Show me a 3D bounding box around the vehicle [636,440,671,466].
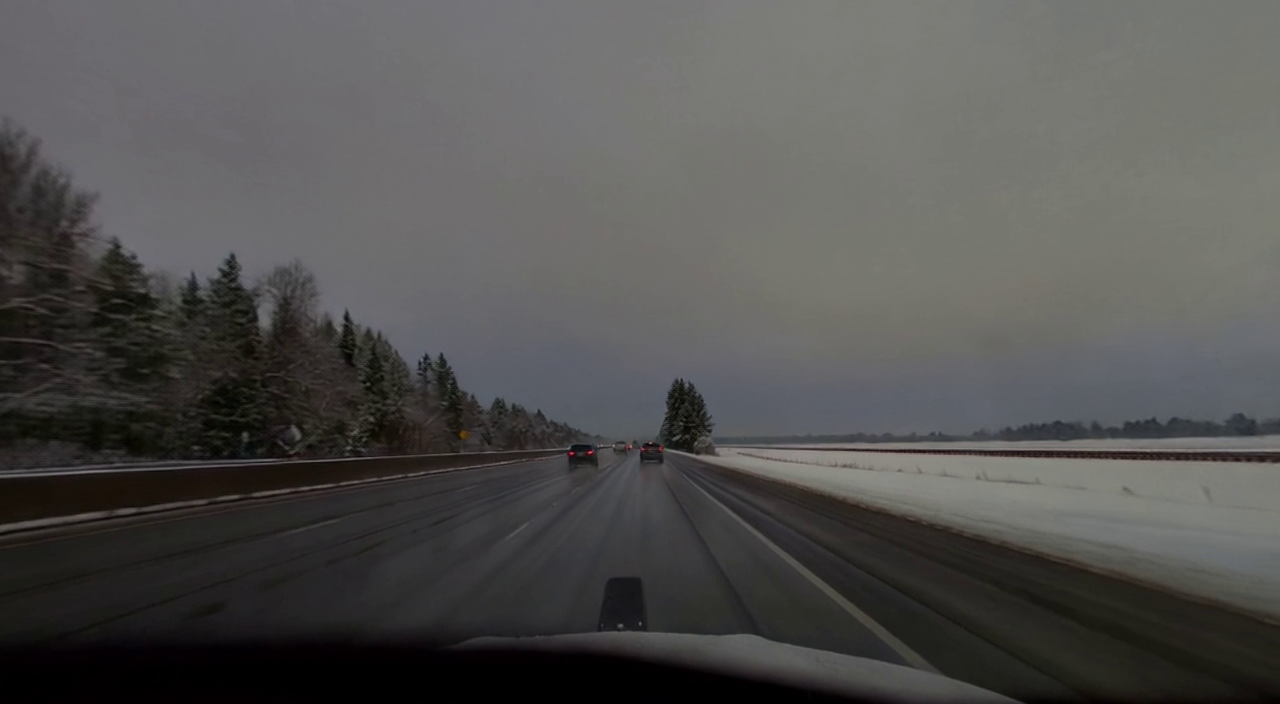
[{"bbox_3d":[0.929,6.950,43.584,2.259,1.697,4.106,0,-8,1],"label":"vehicle"}]

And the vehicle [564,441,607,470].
[{"bbox_3d":[-3.180,6.162,37.724,2.028,1.634,4.441,0,-8,1],"label":"vehicle"}]
